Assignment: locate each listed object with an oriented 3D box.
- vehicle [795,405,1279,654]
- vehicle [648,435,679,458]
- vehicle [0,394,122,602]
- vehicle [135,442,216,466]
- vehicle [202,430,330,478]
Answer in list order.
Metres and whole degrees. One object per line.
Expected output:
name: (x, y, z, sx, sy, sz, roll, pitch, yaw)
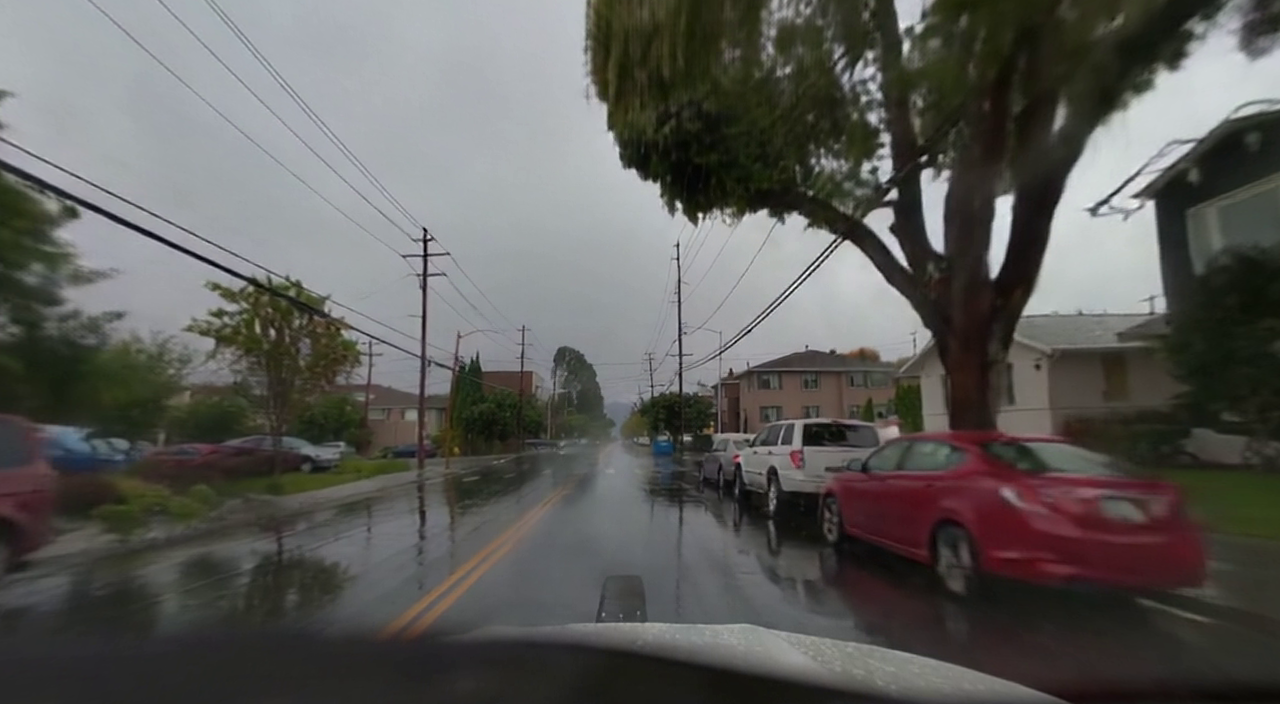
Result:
vehicle: (3.300, 1.463, 6.475, 1.895, 1.537, 4.844, 0, -8, -4)
vehicle: (1.740, 7.208, 48.214, 1.999, 1.604, 4.065, 0, -8, -3)
vehicle: (-6.719, 1.200, 4.676, 1.992, 1.853, 4.561, -1, -7, -2)
vehicle: (-32.897, 7.225, 44.819, 1.732, 1.511, 4.151, -3, -10, 29)
vehicle: (-17.233, 4.661, 29.232, 4.822, 1.868, 2.015, 3, -9, -39)
